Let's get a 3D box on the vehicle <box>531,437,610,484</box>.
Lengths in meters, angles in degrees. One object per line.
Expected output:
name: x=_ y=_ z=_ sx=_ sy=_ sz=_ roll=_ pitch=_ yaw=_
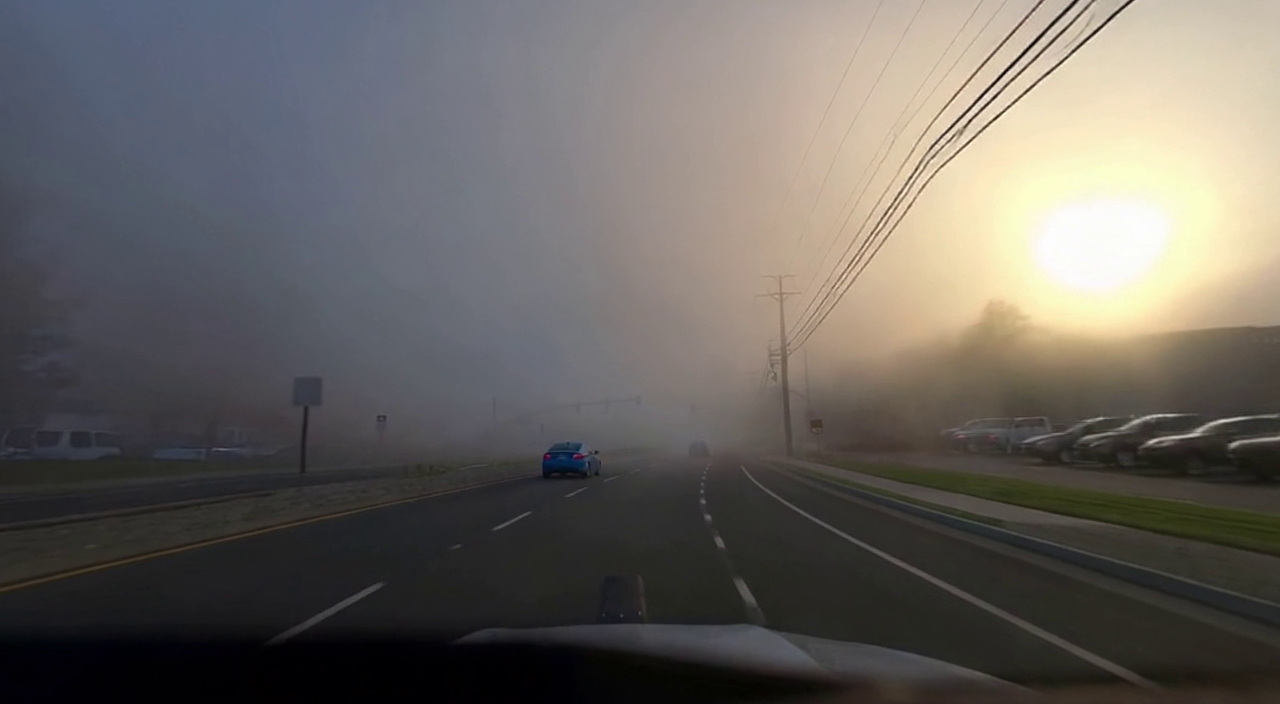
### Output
vehicle: x=-2.391 y=3.890 z=22.984 sx=1.928 sy=1.488 sz=4.635 roll=-1 pitch=-8 yaw=6
